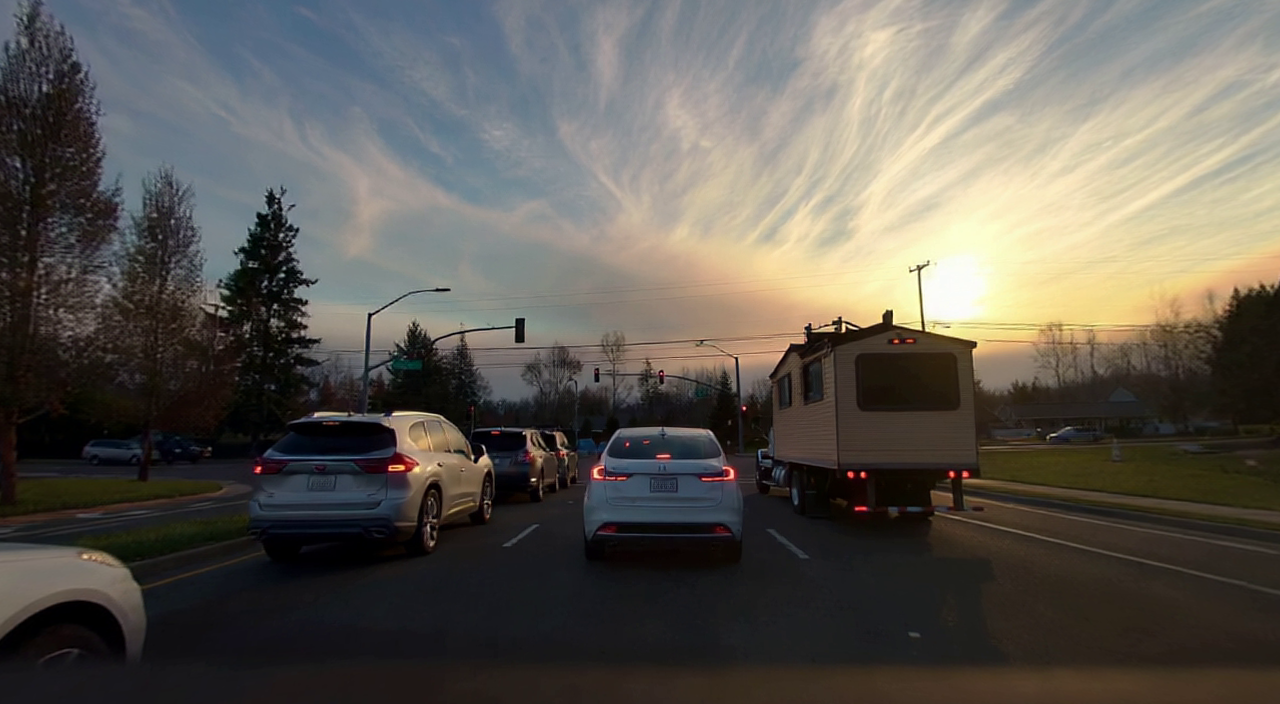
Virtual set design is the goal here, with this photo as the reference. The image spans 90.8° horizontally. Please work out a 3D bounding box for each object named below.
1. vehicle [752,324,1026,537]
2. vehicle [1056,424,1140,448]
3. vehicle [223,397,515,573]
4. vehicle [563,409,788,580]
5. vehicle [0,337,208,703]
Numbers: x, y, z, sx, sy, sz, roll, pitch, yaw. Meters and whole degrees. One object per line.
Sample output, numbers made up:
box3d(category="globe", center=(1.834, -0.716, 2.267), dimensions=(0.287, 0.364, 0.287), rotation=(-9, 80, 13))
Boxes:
box3d(category="vehicle", center=(3.689, 1.404, 11.011), dimensions=(2.531, 2.750, 5.595), rotation=(0, -8, 1))
box3d(category="vehicle", center=(33.160, 6.135, 45.884), dimensions=(4.671, 1.595, 1.824), rotation=(-5, -10, 31))
box3d(category="vehicle", center=(-3.266, 1.713, 8.841), dimensions=(2.085, 1.812, 4.388), rotation=(0, -9, 0))
box3d(category="vehicle", center=(0.355, 1.705, 8.318), dimensions=(2.189, 1.649, 4.171), rotation=(0, -9, 0))
box3d(category="vehicle", center=(-3.431, 0.674, 1.474), dimensions=(1.952, 1.730, 4.116), rotation=(0, -9, -1))
